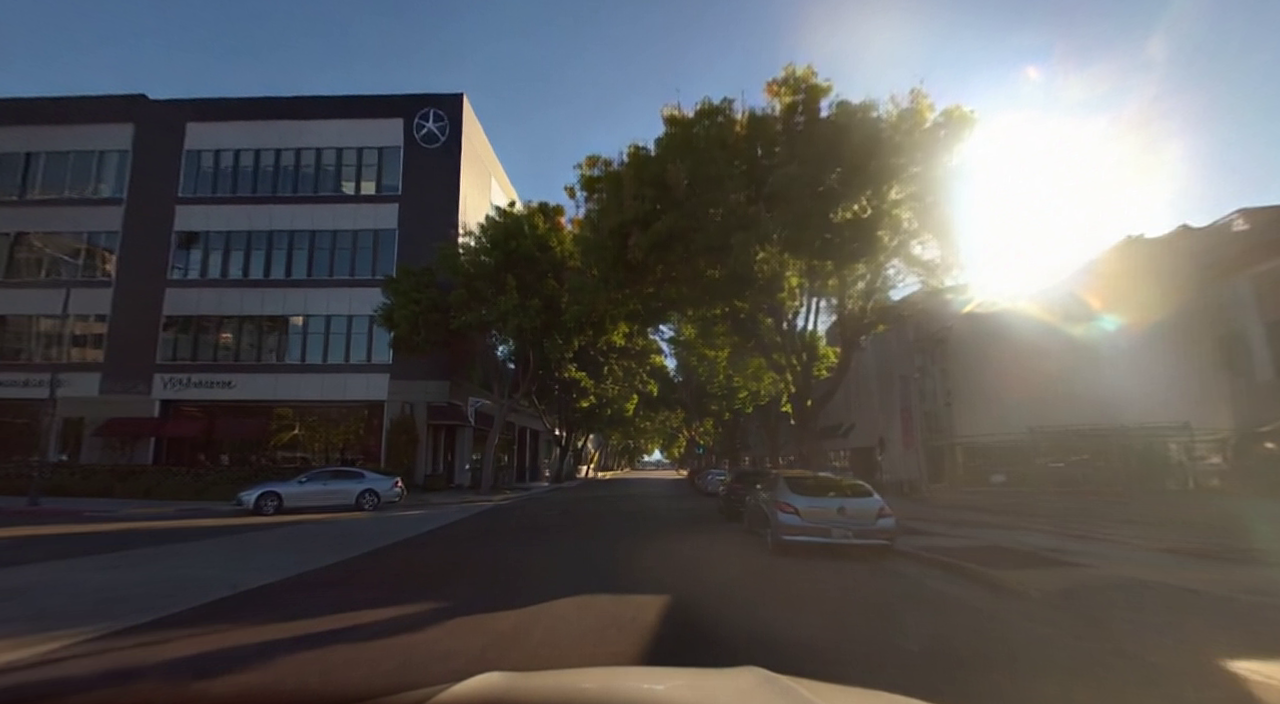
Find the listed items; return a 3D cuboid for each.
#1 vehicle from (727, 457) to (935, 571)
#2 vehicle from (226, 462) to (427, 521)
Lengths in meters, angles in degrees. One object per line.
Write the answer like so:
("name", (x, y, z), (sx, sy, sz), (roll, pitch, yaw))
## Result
("vehicle", (2.752, 2.485, 10.193), (2.073, 1.434, 3.899), (1, -11, -1))
("vehicle", (-8.946, 3.969, 18.216), (4.770, 1.448, 1.983), (9, -14, -38))
